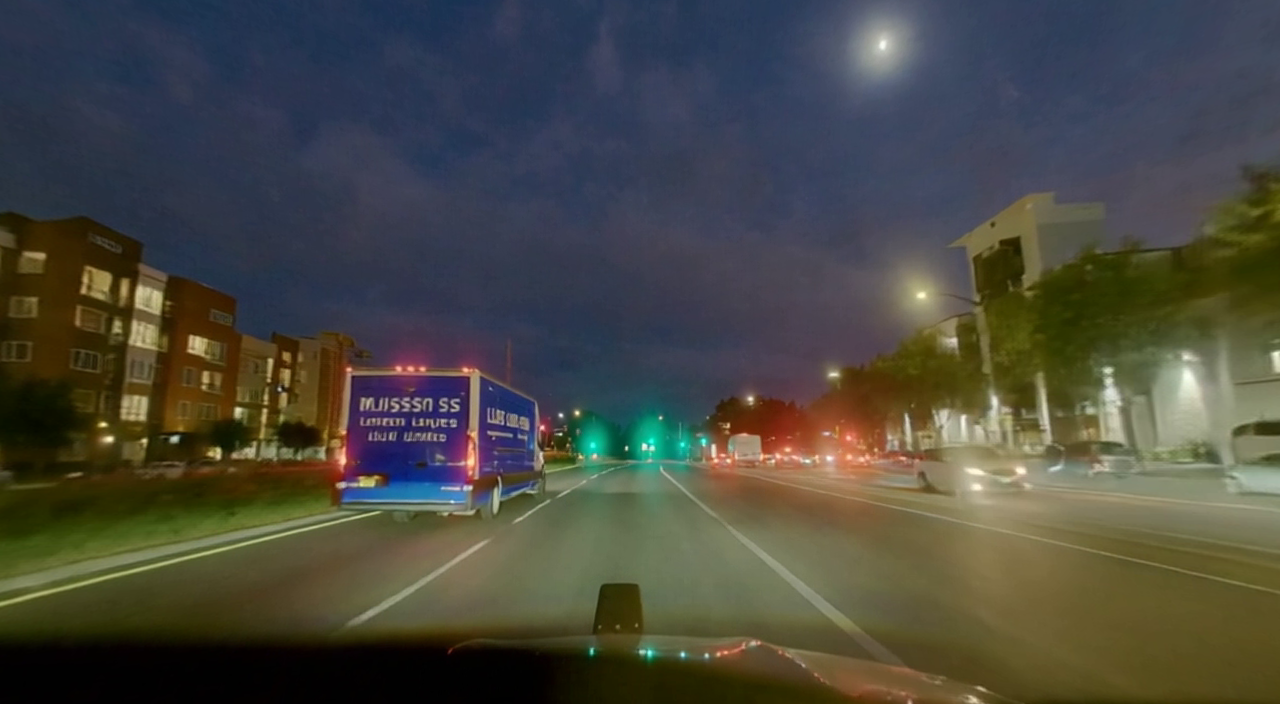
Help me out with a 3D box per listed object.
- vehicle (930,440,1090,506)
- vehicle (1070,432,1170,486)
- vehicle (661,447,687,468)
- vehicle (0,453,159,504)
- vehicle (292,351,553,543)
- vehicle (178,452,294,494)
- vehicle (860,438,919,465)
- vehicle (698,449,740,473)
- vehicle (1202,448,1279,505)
[{"bbox_3d":[9.229,3.019,16.160,1.850,1.477,3.520,0,-9,-2],"label":"vehicle"},{"bbox_3d":[16.435,3.624,21.562,4.218,1.622,1.930,9,-12,-43],"label":"vehicle"},{"bbox_3d":[2.600,8.090,48.651,1.878,1.534,4.120,-1,-8,2],"label":"vehicle"},{"bbox_3d":[-19.835,4.397,22.421,1.886,1.553,4.659,0,-8,-1],"label":"vehicle"},{"bbox_3d":[-3.907,2.018,13.712,2.763,2.974,7.562,-1,-8,2],"label":"vehicle"},{"bbox_3d":[-16.266,4.837,25.764,1.822,1.479,4.578,0,-8,-3],"label":"vehicle"},{"bbox_3d":[16.917,6.734,42.734,4.333,1.698,1.959,8,-11,-43],"label":"vehicle"},{"bbox_3d":[5.032,7.013,41.003,2.127,1.439,5.034,0,-8,1],"label":"vehicle"},{"bbox_3d":[16.297,3.225,16.727,1.519,1.364,3.372,-6,-10,33],"label":"vehicle"}]
